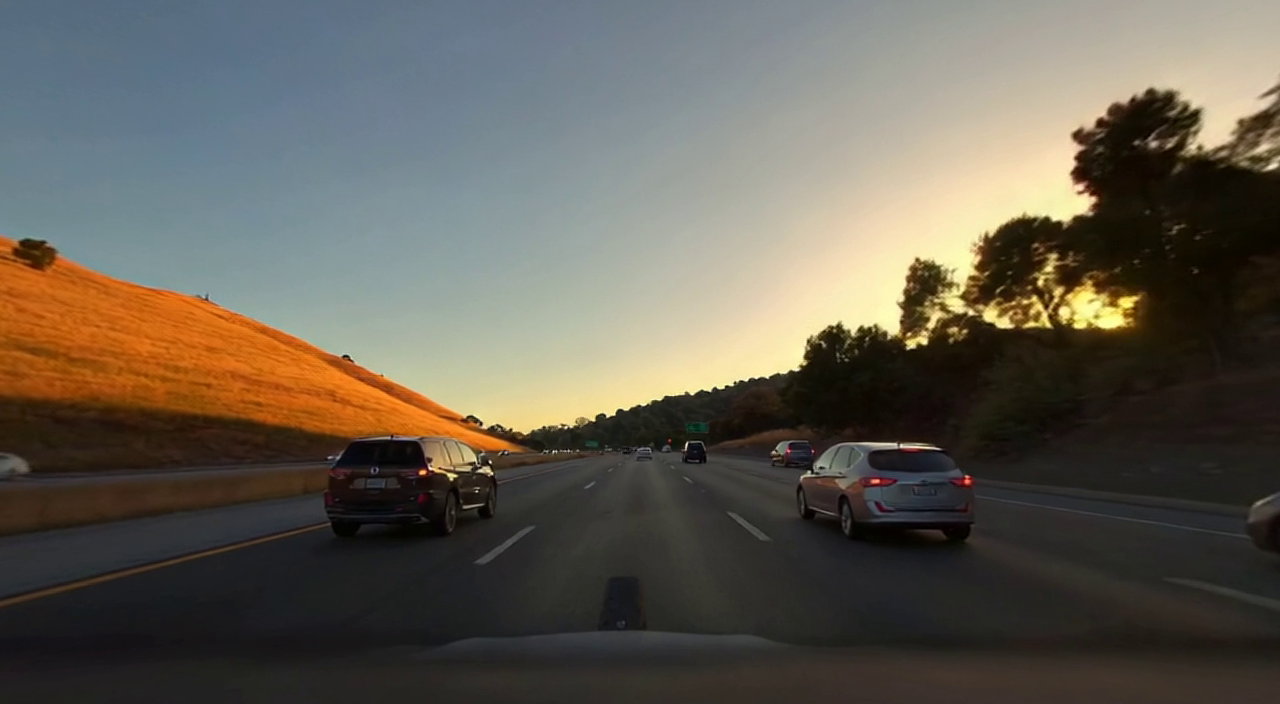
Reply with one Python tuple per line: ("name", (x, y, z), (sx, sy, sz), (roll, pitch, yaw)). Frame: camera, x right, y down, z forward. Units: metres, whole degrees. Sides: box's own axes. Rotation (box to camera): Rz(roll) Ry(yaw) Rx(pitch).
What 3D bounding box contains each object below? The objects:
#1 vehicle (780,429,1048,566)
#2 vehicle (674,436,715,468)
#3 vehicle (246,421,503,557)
("vehicle", (3.489, 1.919, 9.115), (1.941, 1.481, 4.300), (0, -9, 0))
("vehicle", (3.459, 6.484, 40.980), (2.121, 1.925, 5.056), (0, -9, -1))
("vehicle", (-3.810, 2.053, 10.155), (2.166, 1.672, 4.388), (0, -9, 1))
